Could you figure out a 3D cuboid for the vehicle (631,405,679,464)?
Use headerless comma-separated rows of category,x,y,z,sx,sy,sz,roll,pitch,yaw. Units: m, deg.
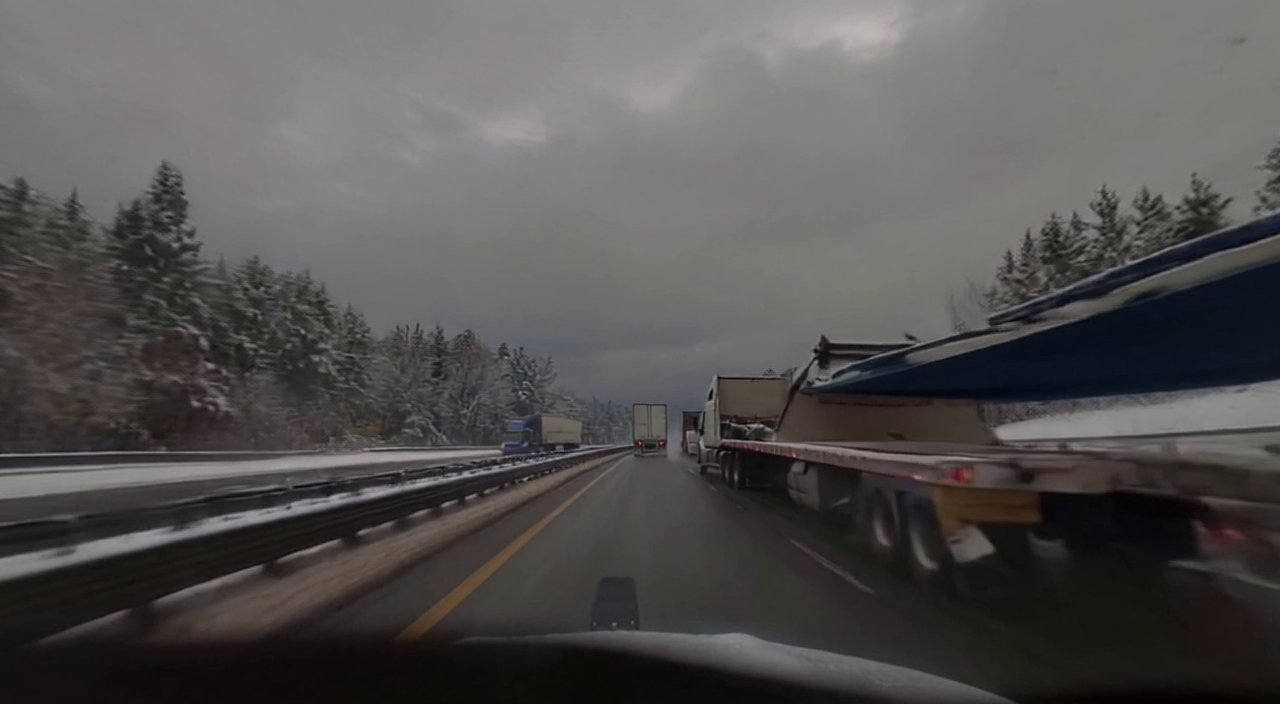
vehicle,0.926,5.151,39.094,2.644,3.247,7.454,-1,-8,2

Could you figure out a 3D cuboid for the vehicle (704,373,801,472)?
vehicle,5.292,3.788,32.455,2.749,4.051,12.981,-1,-8,1

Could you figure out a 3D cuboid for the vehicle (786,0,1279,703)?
vehicle,4.506,0.364,7.481,2.889,4.034,11.142,0,-8,0
